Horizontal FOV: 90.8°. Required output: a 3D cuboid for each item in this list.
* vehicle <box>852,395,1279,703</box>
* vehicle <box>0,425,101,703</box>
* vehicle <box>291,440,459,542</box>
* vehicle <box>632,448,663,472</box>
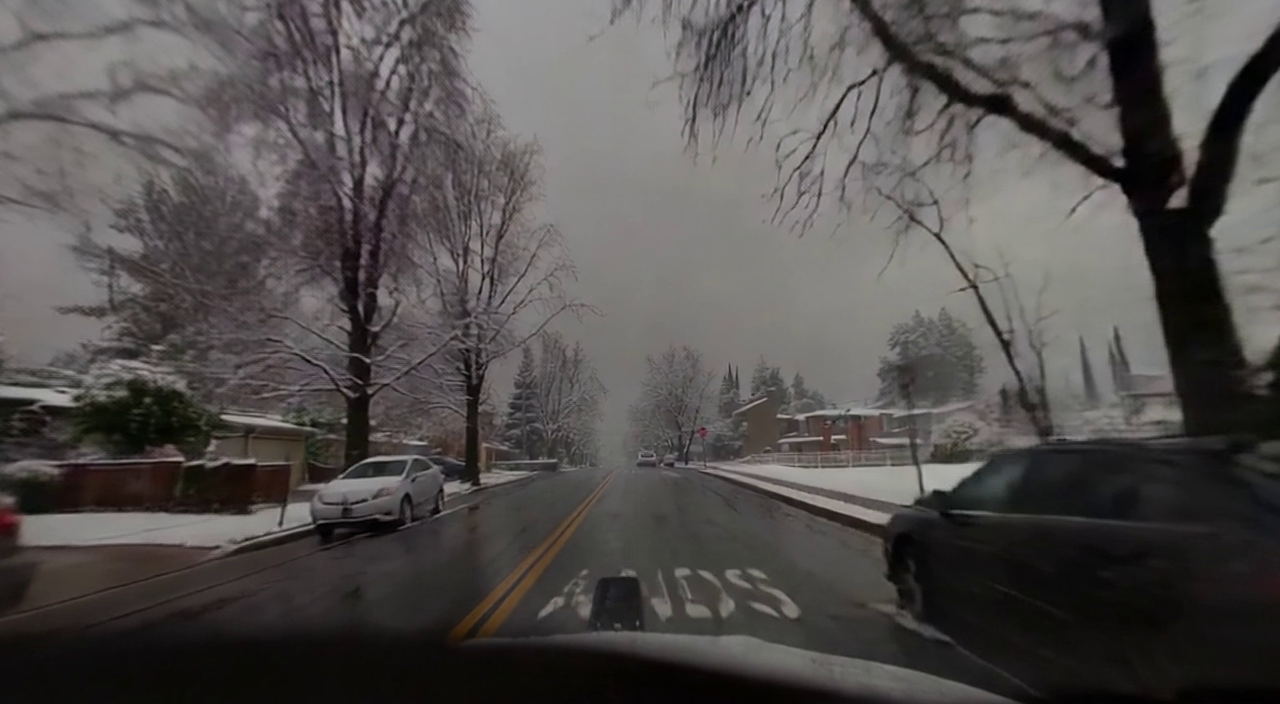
[{"bbox_3d":[3.007,1.154,3.514,2.047,1.532,4.350,0,-9,-1],"label":"vehicle"},{"bbox_3d":[-5.389,1.182,2.356,2.155,1.907,5.100,-1,-8,1],"label":"vehicle"},{"bbox_3d":[-5.782,3.039,14.448,2.027,1.803,4.306,-4,-9,0],"label":"vehicle"},{"bbox_3d":[0.464,7.332,43.011,2.022,1.481,4.050,0,-9,-1],"label":"vehicle"}]
